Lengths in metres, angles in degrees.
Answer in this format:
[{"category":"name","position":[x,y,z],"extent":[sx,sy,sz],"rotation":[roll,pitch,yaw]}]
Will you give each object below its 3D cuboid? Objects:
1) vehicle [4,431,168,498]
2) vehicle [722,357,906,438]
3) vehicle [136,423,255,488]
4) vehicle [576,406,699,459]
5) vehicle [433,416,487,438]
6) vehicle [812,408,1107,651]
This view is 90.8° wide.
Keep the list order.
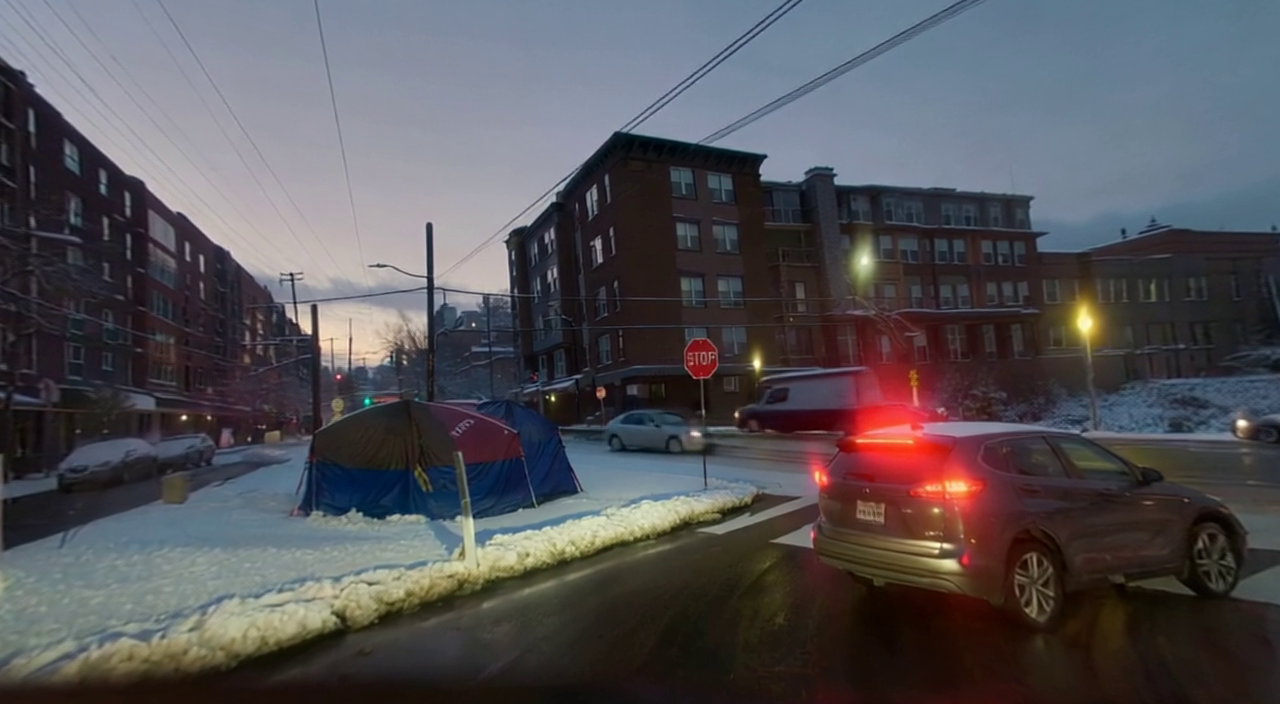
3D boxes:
[{"category":"vehicle","position":[-17.136,3.462,19.955],"extent":[2.054,1.800,5.212],"rotation":[3,-9,-20]},{"category":"vehicle","position":[7.328,2.159,27.455],"extent":[7.172,3.075,2.584],"rotation":[-7,-10,42]},{"category":"vehicle","position":[-13.392,3.115,19.323],"extent":[1.987,1.686,3.971],"rotation":[0,-8,-21]},{"category":"vehicle","position":[-0.162,2.970,22.948],"extent":[4.320,1.724,1.870],"rotation":[-8,-11,42]},{"category":"vehicle","position":[-13.654,5.697,47.787],"extent":[2.089,1.506,4.641],"rotation":[7,-11,-41]},{"category":"vehicle","position":[3.438,1.545,6.657],"extent":[1.945,1.647,4.160],"rotation":[-6,-10,32]}]
